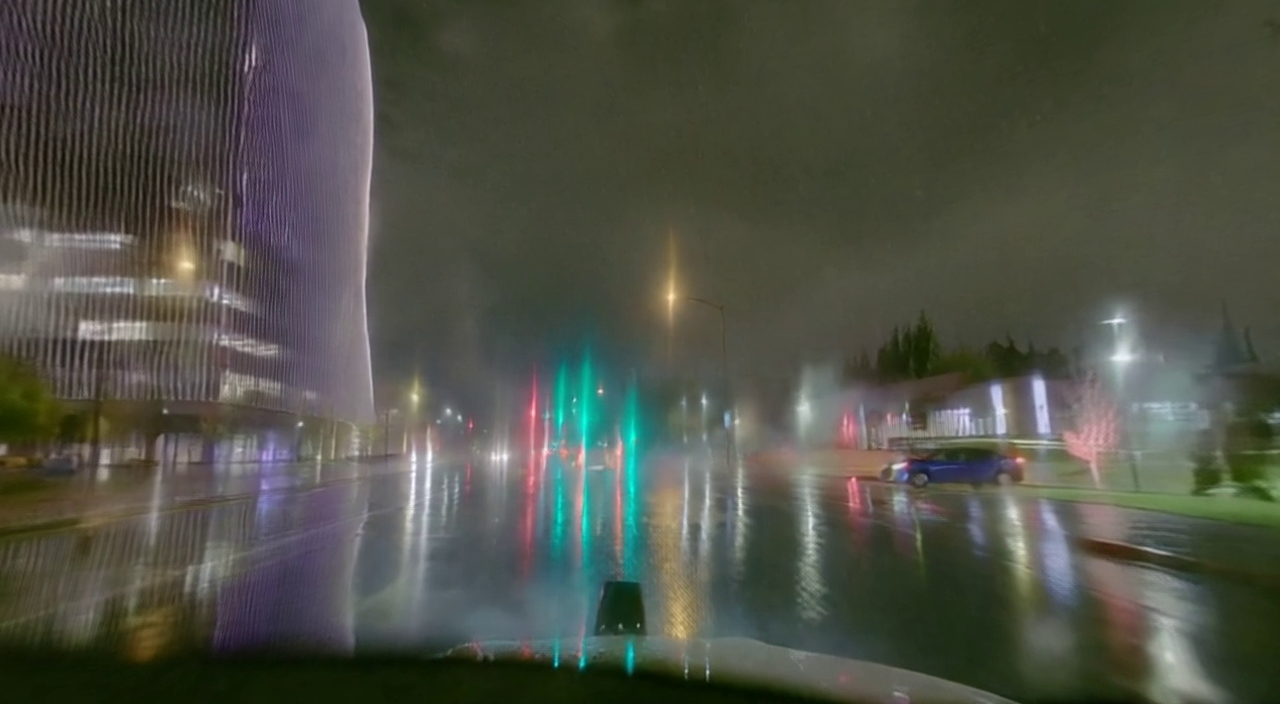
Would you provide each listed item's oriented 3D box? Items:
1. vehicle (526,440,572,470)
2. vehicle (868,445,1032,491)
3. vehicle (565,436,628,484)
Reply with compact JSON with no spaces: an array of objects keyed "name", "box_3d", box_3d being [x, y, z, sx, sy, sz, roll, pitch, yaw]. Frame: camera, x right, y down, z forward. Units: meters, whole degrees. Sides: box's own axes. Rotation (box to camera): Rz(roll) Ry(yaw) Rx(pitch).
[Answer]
[{"name":"vehicle","box_3d":[-5.672,6.321,38.917,2.121,1.728,4.161,3,-9,-17]},{"name":"vehicle","box_3d":[10.726,4.035,22.117,4.645,1.505,2.100,-1,-9,6]},{"name":"vehicle","box_3d":[-1.679,4.128,24.353,2.183,1.675,4.319,1,-8,-4]}]
